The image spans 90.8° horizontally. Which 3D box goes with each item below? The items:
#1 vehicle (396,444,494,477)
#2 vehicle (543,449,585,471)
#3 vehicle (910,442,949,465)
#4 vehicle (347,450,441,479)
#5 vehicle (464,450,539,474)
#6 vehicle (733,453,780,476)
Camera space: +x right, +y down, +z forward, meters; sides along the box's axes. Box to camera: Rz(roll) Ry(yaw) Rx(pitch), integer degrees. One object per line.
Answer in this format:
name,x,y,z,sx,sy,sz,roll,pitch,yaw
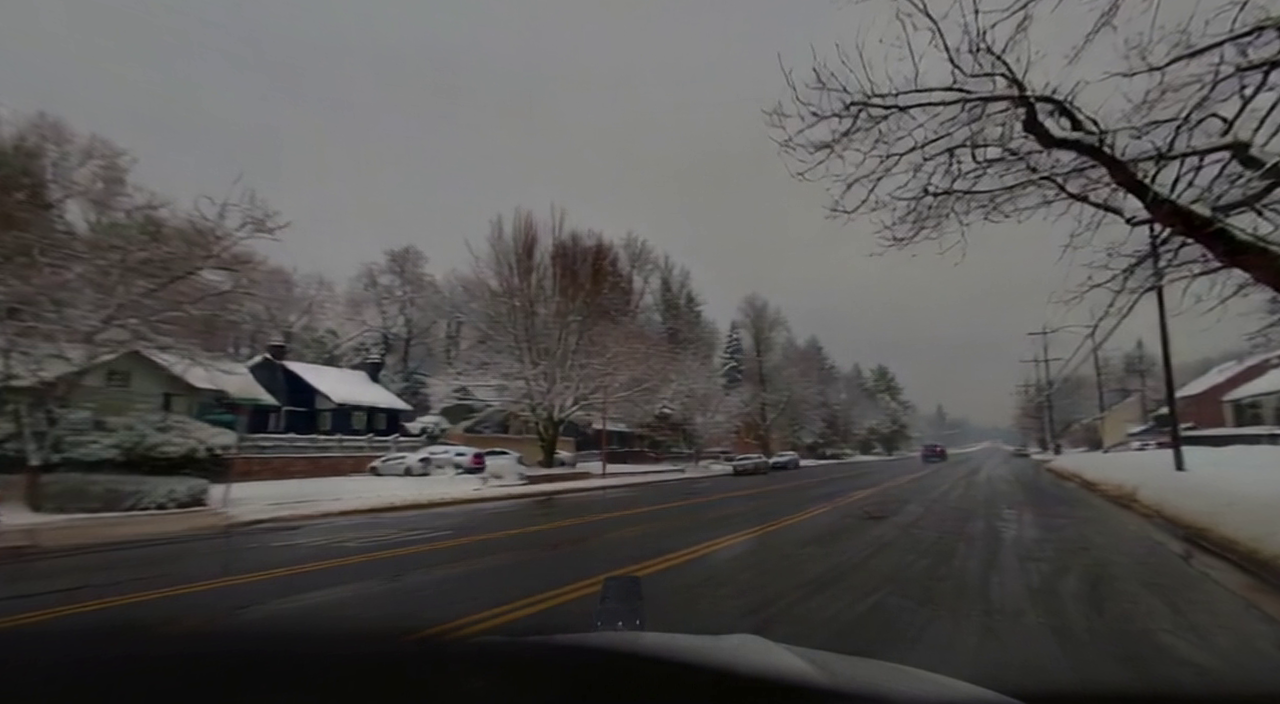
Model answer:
vehicle,-11.875,6.534,38.374,5.866,1.877,2.280,-5,-10,31
vehicle,-5.697,8.144,47.904,1.769,1.414,4.434,-1,-7,13
vehicle,22.570,7.900,49.148,2.115,1.696,4.473,-5,-10,31
vehicle,-13.723,6.234,35.178,4.937,1.445,2.048,-4,-10,27
vehicle,-9.108,7.265,41.756,4.326,1.452,2.121,-2,-9,18
vehicle,8.536,8.154,45.948,1.936,1.489,4.311,-5,-10,31
